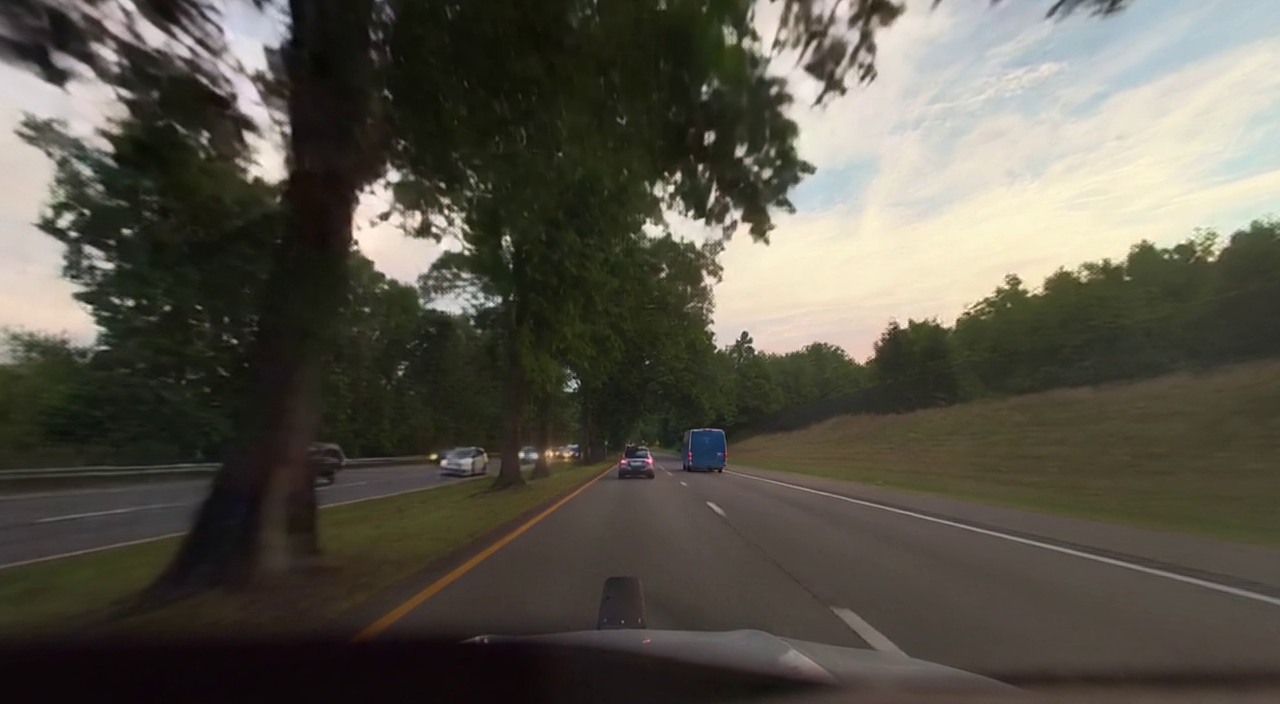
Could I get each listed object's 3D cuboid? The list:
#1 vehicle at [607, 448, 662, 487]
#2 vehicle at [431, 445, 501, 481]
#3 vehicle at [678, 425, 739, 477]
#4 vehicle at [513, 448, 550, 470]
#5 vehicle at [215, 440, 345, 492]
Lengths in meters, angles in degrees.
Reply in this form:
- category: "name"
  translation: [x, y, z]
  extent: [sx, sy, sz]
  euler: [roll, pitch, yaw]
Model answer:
- category: "vehicle"
  translation: [-0.226, 4.605, 25.393]
  extent: [2.037, 1.417, 3.885]
  euler: [0, -9, 0]
- category: "vehicle"
  translation: [-7.480, 4.790, 27.472]
  extent: [1.833, 1.444, 4.120]
  euler: [0, -9, 0]
- category: "vehicle"
  translation: [3.690, 5.511, 35.214]
  extent: [2.513, 2.633, 5.930]
  euler: [0, -9, -2]
- category: "vehicle"
  translation: [-7.791, 7.699, 45.649]
  extent: [1.898, 1.464, 4.386]
  euler: [0, -9, 0]
- category: "vehicle"
  translation: [-12.100, 3.852, 21.563]
  extent: [1.893, 1.567, 4.231]
  euler: [0, -9, 0]
